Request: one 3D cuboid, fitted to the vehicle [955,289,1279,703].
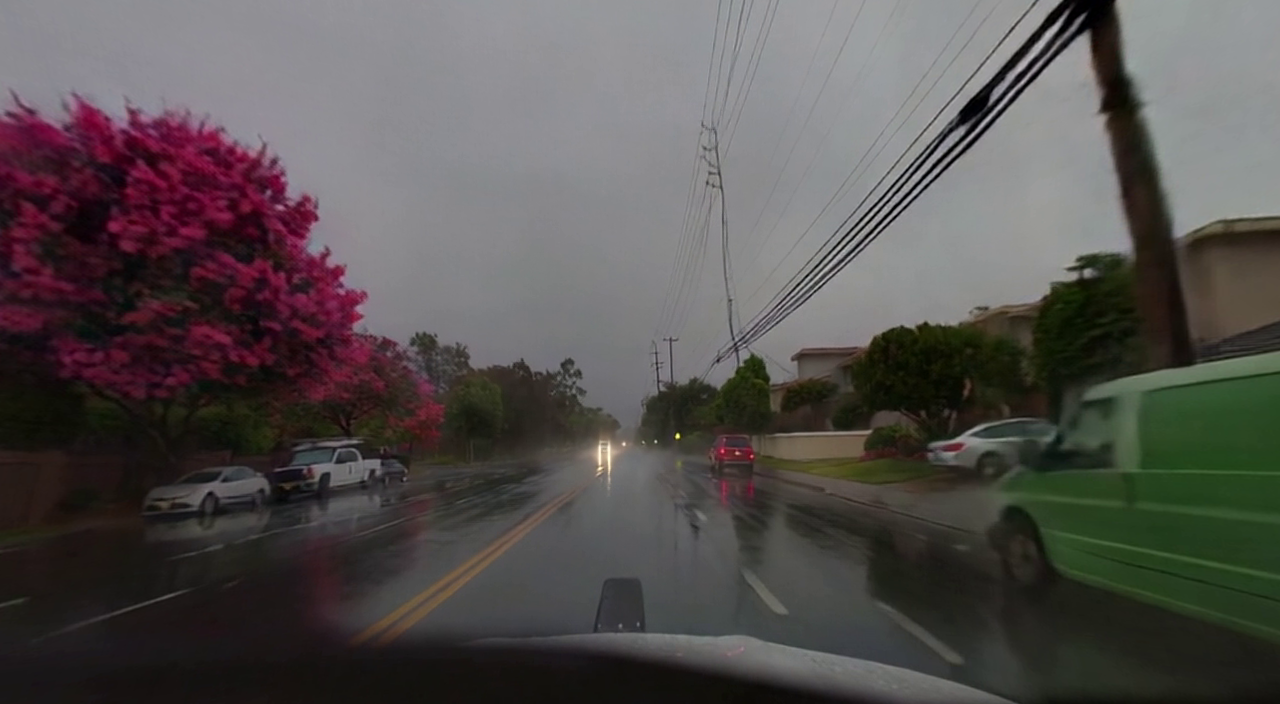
[{"bbox_3d":[4.666,0.811,3.372,2.578,2.248,7.011,-1,-9,2],"label":"vehicle"}]

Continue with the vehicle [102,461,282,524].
[{"bbox_3d":[-13.320,4.163,19.256,2.041,1.573,4.575,0,-9,1],"label":"vehicle"}]

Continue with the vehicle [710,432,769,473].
[{"bbox_3d":[5.197,5.329,33.763,2.238,1.995,5.491,0,-9,0],"label":"vehicle"}]

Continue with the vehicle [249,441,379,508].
[{"bbox_3d":[-13.130,4.900,26.050,2.331,2.265,5.888,-2,-7,-1],"label":"vehicle"}]
